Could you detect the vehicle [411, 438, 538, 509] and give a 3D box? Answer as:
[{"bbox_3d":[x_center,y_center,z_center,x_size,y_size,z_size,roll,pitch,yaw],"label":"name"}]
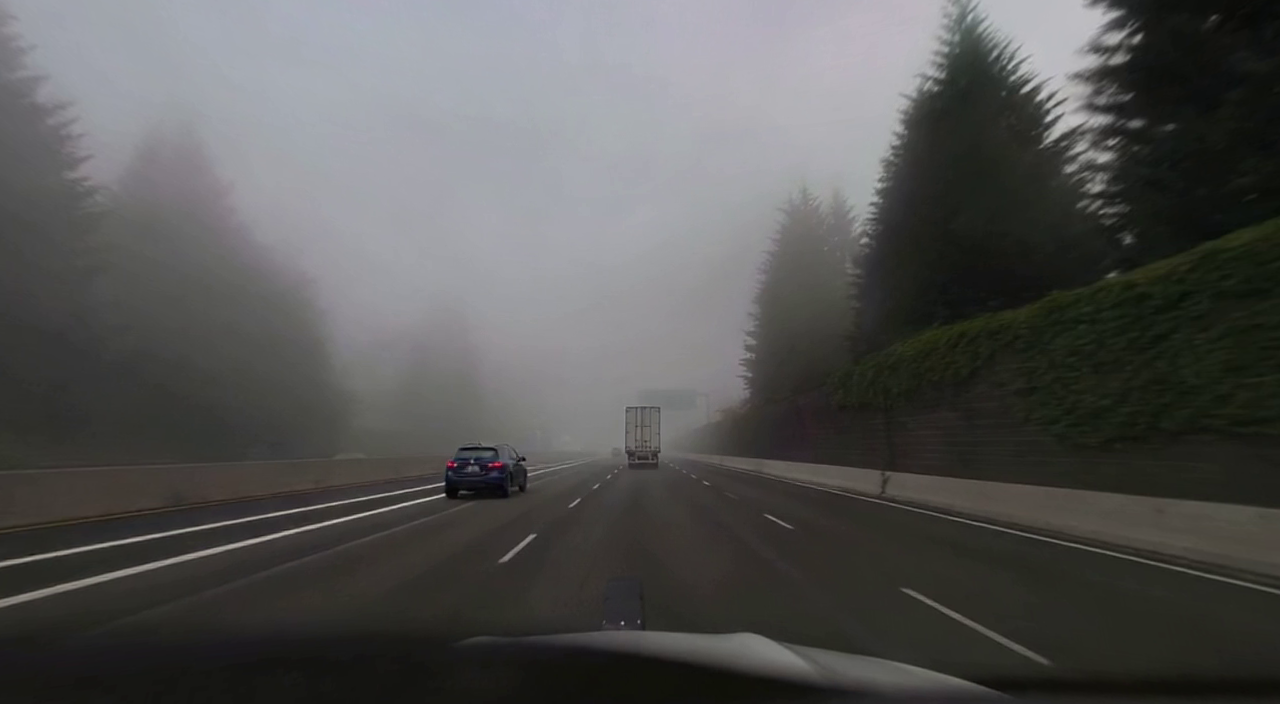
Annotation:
[{"bbox_3d":[-3.998,3.004,16.099,1.974,1.531,4.429,0,-9,1],"label":"vehicle"}]
